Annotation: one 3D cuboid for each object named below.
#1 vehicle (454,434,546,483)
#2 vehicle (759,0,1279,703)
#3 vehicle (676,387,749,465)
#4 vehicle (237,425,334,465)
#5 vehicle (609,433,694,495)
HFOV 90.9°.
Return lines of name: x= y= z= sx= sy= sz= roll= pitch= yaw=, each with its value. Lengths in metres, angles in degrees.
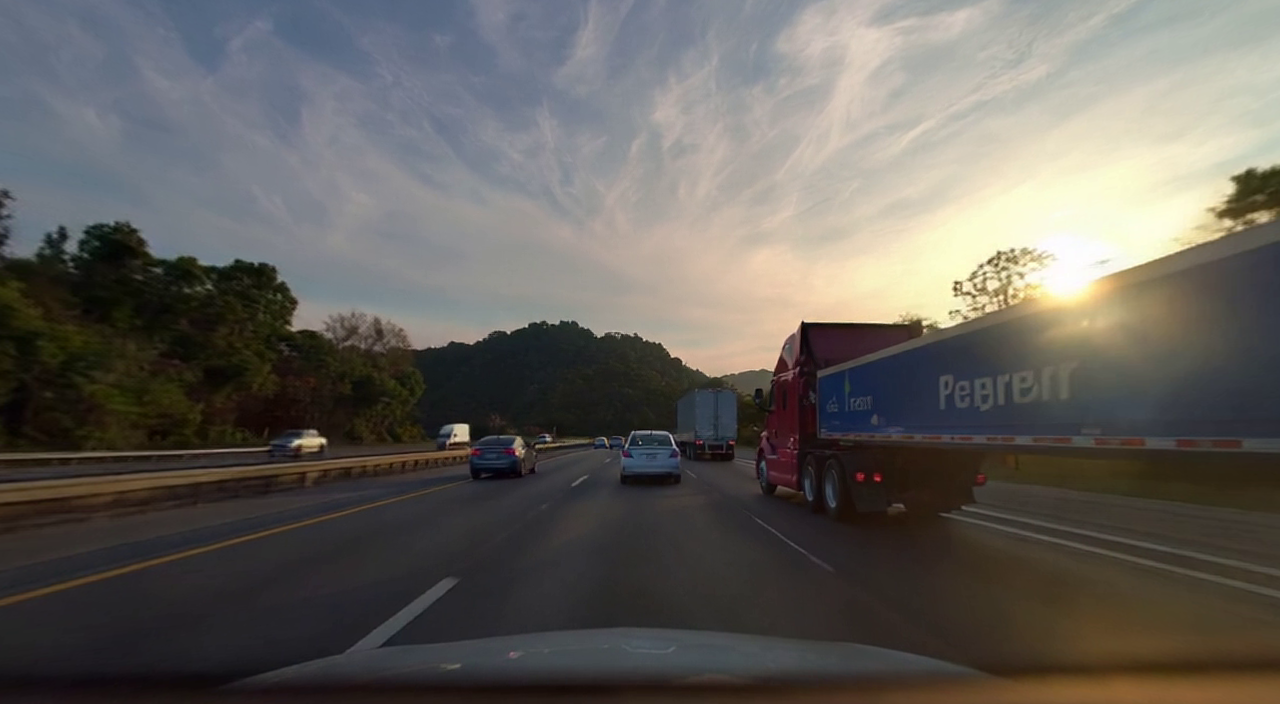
vehicle: x=-4.542 y=3.500 z=21.214 sx=2.048 sy=1.452 sz=4.430 roll=0 pitch=-8 yaw=0
vehicle: x=4.252 y=0.239 z=6.947 sx=2.816 sy=4.070 sz=14.136 roll=0 pitch=-8 yaw=-1
vehicle: x=4.210 y=4.805 z=39.977 sx=2.869 sy=4.067 sz=13.731 roll=0 pitch=-8 yaw=0
vehicle: x=-17.609 y=4.651 z=31.612 sx=2.037 sy=1.840 sz=4.691 roll=0 pitch=-8 yaw=2
vehicle: x=0.254 y=2.904 z=16.788 sx=2.021 sy=1.435 sz=3.611 roll=0 pitch=-8 yaw=-1
